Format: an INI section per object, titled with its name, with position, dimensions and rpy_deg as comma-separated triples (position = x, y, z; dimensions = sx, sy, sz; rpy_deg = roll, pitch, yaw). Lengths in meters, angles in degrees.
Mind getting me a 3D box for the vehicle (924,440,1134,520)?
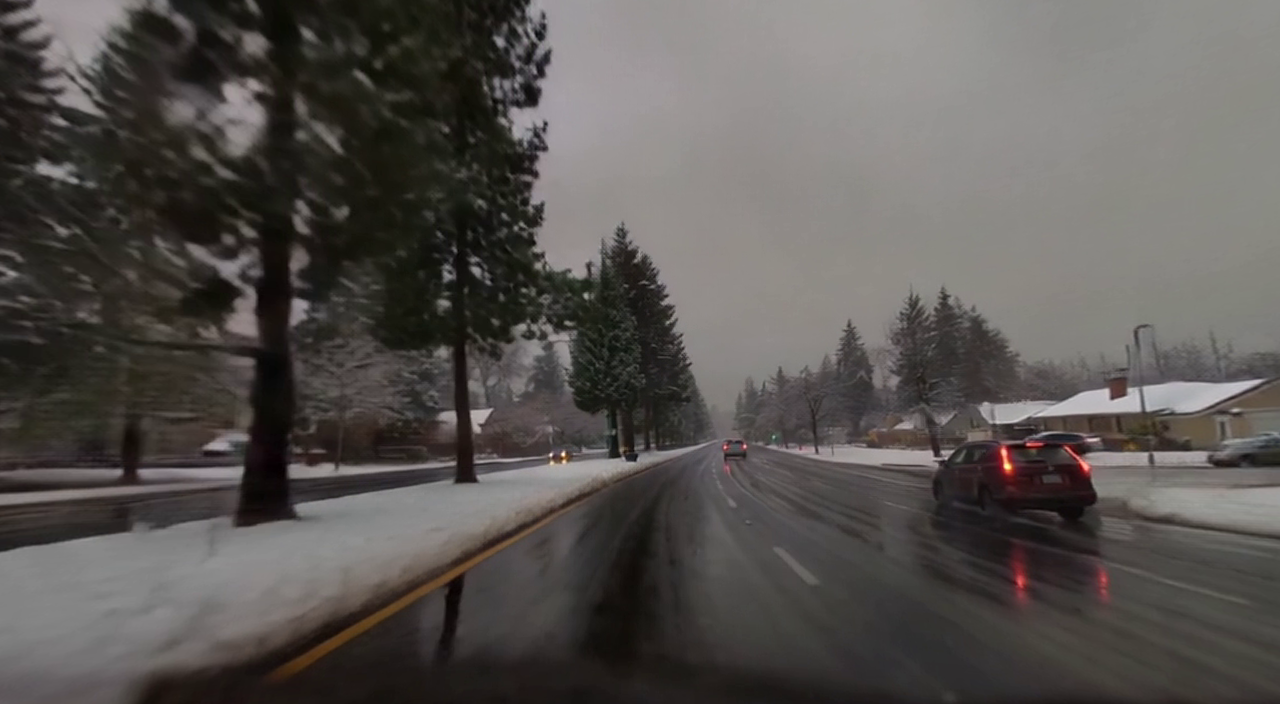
[vehicle]
position = 8.149, 2.676, 13.817
dimensions = 1.855, 1.444, 4.389
rpy_deg = -1, -8, 1
